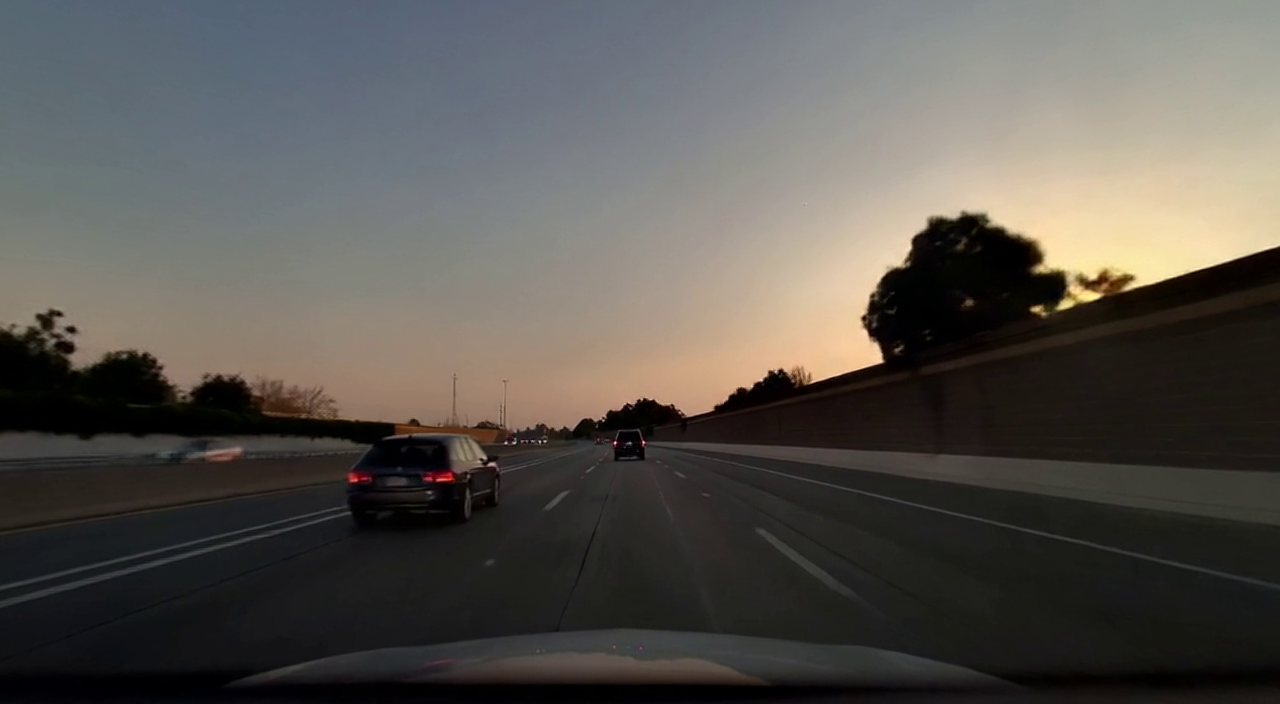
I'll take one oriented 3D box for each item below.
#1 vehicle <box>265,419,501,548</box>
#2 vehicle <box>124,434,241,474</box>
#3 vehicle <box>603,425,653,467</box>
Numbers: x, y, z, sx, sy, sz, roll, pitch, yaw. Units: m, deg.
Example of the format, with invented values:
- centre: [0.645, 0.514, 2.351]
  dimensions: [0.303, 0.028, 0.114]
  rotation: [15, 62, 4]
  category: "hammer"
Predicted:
- centre: [-3.735, 1.978, 10.183]
  dimensions: [2.039, 1.602, 4.317]
  rotation: [0, -8, -1]
  category: "vehicle"
- centre: [-19.422, 4.335, 27.002]
  dimensions: [1.985, 1.558, 4.109]
  rotation: [0, -8, -2]
  category: "vehicle"
- centre: [-0.640, 4.801, 32.301]
  dimensions: [2.382, 1.973, 4.439]
  rotation: [0, -8, -2]
  category: "vehicle"
